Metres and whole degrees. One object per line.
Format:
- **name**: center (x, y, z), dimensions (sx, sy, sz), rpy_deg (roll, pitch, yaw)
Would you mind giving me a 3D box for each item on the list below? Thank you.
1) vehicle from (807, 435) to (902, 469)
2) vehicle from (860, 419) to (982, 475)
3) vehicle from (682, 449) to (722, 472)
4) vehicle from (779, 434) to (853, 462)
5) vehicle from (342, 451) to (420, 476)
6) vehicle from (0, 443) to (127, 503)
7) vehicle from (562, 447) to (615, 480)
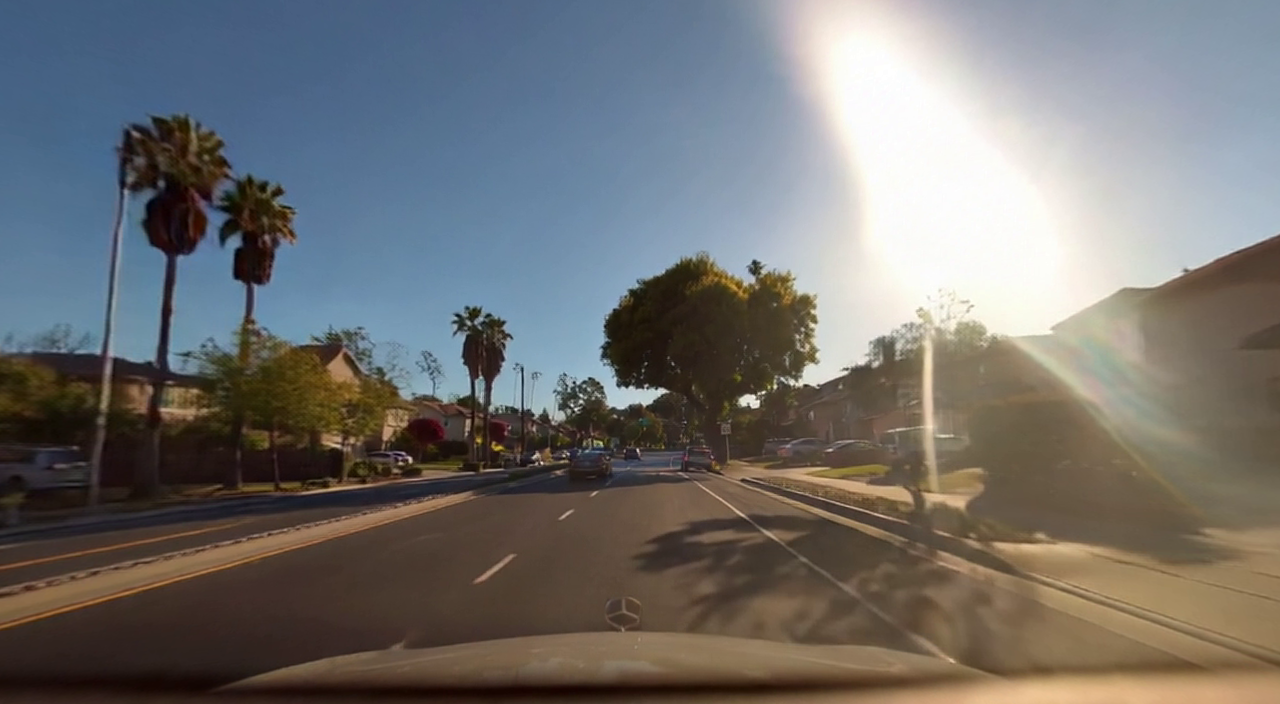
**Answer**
- **vehicle**: center (11.714, 5.475, 34.712), dimensions (4.454, 1.499, 1.821), rpy_deg (-3, -9, -3)
- **vehicle**: center (11.343, 3.811, 25.488), dimensions (4.531, 1.864, 2.037), rpy_deg (0, -10, -31)
- **vehicle**: center (4.127, 7.295, 42.610), dimensions (2.025, 1.456, 4.865), rpy_deg (1, -9, -2)
- **vehicle**: center (12.436, 6.865, 45.023), dimensions (4.710, 1.731, 1.972), rpy_deg (-4, -10, 7)
- **vehicle**: center (-19.493, 8.408, 47.696), dimensions (4.992, 1.779, 1.928), rpy_deg (0, -9, 3)
- **vehicle**: center (-21.073, 4.084, 21.593), dimensions (4.942, 1.932, 2.247), rpy_deg (1, -9, -4)
- **vehicle**: center (-2.377, 5.271, 30.153), dimensions (2.035, 1.474, 4.284), rpy_deg (0, -9, 2)
